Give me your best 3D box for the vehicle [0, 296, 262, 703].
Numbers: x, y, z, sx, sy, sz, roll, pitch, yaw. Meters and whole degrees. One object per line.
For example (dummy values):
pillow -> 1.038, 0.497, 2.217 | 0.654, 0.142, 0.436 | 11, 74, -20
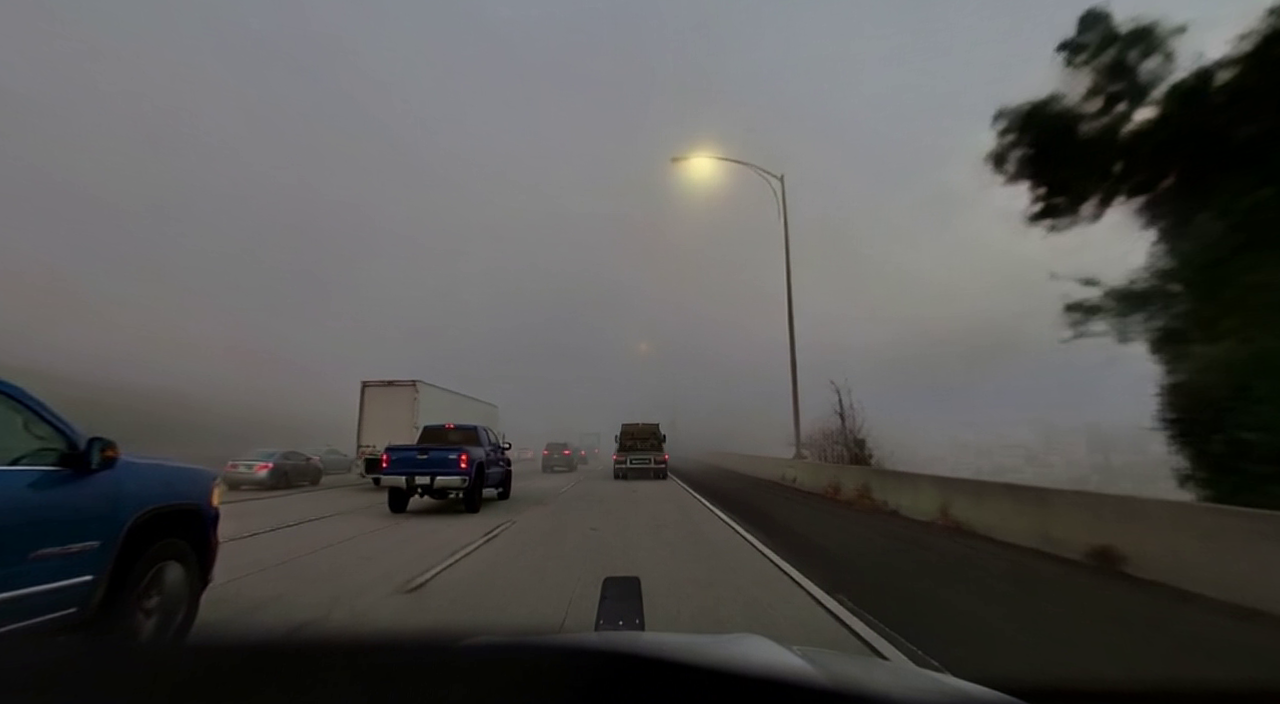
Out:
vehicle -> -3.553, 0.581, 1.351 | 2.303, 1.835, 5.044 | -1, -8, 1

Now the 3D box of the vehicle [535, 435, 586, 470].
vehicle -> -4.594, 5.897, 37.325 | 2.329, 1.859, 4.823 | -1, -8, 1

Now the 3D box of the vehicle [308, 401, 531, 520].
vehicle -> -4.181, 2.224, 13.455 | 2.575, 1.958, 5.730 | -1, -8, 1

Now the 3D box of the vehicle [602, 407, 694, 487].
vehicle -> 0.127, 3.540, 23.804 | 2.886, 2.471, 7.692 | 0, -8, -2
